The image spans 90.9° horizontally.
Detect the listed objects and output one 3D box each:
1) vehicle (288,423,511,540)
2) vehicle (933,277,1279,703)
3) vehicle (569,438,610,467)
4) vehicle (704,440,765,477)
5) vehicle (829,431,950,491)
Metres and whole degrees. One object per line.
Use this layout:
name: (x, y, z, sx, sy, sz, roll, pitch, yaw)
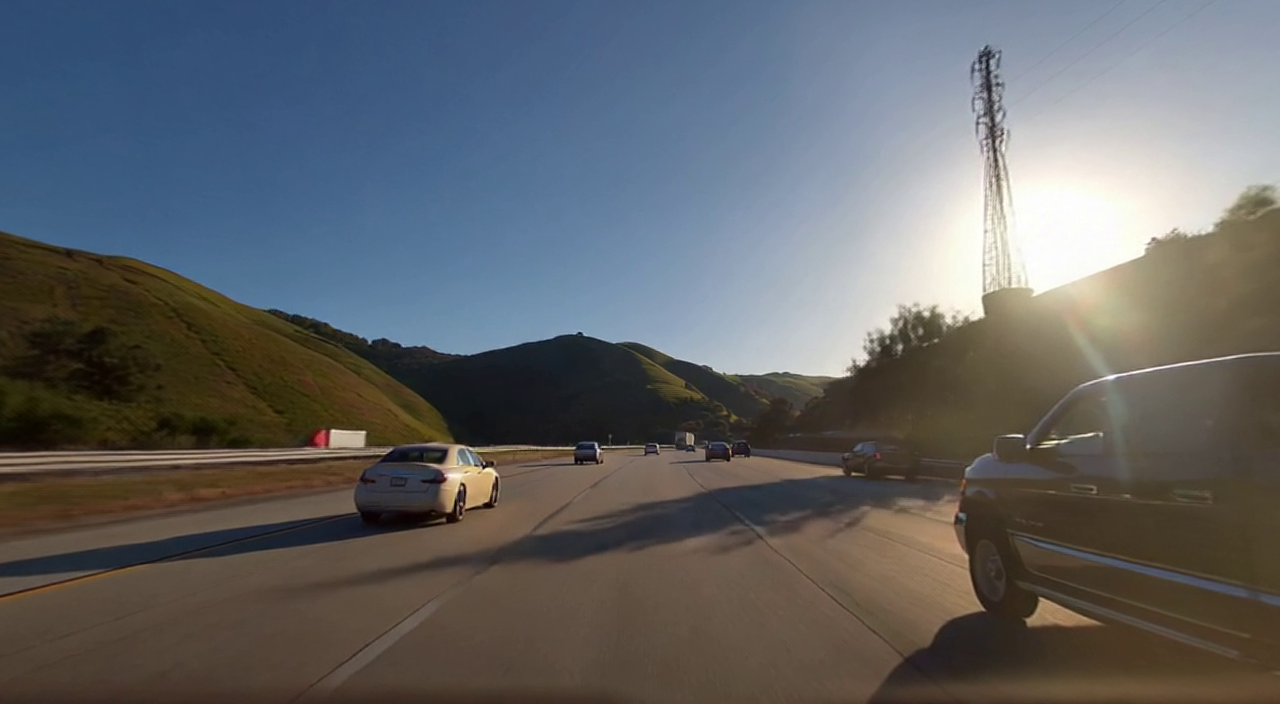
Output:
vehicle: (-3.873, 2.173, 11.233, 2.113, 1.636, 4.494, 0, -8, 1)
vehicle: (3.439, 0.707, 2.482, 2.098, 1.925, 5.171, 0, -8, 1)
vehicle: (-3.066, 6.186, 38.851, 2.021, 1.679, 4.310, -1, -8, 2)
vehicle: (4.098, 4.700, 28.143, 2.046, 1.471, 4.333, 0, -8, 0)
vehicle: (7.635, 3.377, 19.871, 1.986, 1.633, 4.430, 0, -8, 0)
